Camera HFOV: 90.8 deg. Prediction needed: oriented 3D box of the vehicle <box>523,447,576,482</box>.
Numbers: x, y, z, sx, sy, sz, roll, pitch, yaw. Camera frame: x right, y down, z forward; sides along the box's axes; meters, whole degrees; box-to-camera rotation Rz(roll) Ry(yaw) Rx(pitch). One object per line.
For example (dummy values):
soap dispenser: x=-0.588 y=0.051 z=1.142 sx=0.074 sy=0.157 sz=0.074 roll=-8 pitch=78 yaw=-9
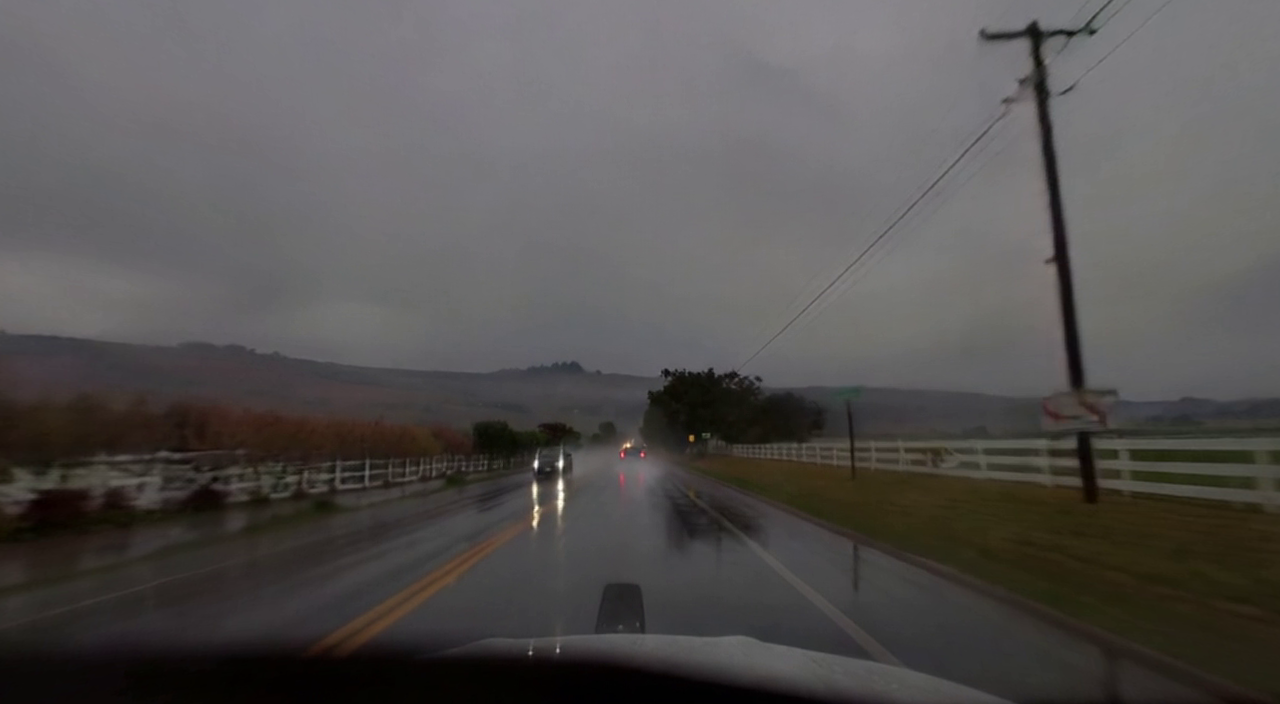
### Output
vehicle: x=-4.390 y=5.522 z=31.411 sx=1.989 sy=1.600 sz=3.979 roll=-1 pitch=-9 yaw=1

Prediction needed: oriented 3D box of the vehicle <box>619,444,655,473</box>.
vehicle: x=-0.225 y=6.684 z=39.855 sx=2.158 sy=1.669 sz=4.006 roll=0 pitch=-9 yaw=-1
